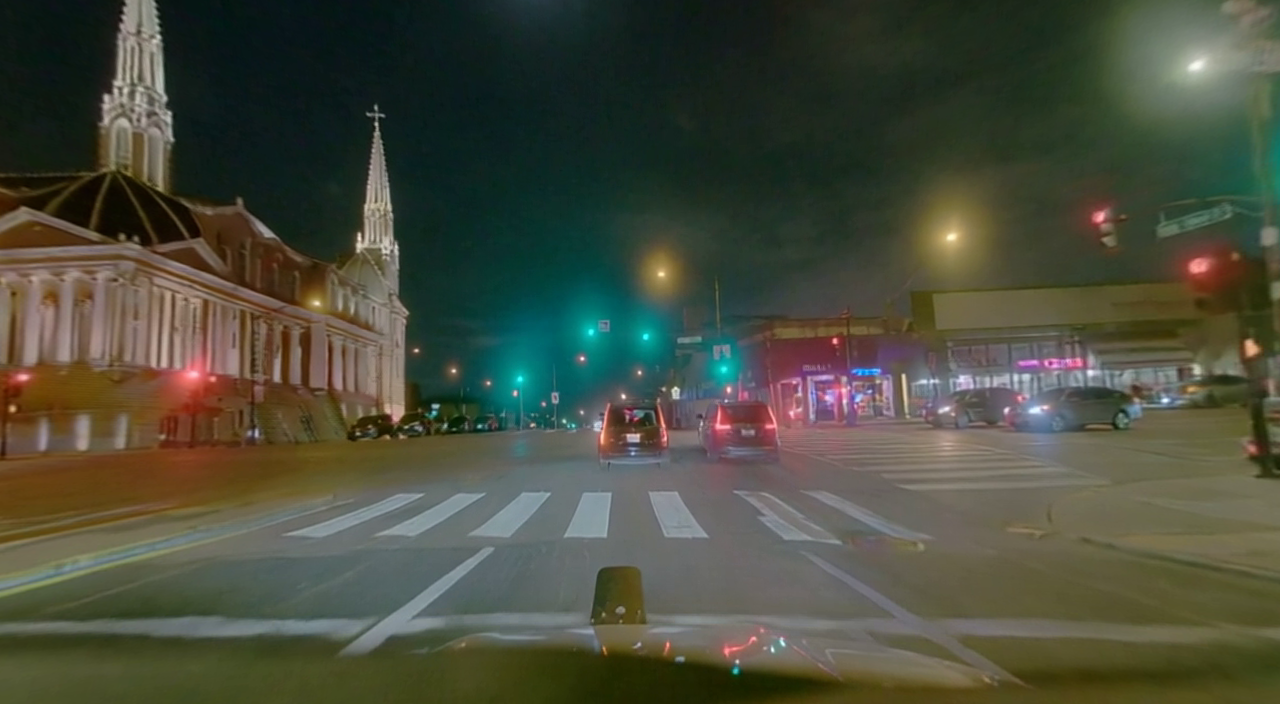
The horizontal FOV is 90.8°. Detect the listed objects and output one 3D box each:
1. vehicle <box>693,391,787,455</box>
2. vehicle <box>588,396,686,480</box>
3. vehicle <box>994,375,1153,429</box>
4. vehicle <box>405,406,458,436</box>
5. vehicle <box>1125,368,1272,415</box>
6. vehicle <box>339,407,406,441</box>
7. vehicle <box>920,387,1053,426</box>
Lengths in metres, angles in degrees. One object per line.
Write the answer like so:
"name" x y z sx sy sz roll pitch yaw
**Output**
"vehicle" 3.100 2.190 20.601 2.080 1.735 4.650 -1 -3 -3
"vehicle" -0.196 2.048 16.007 2.168 1.776 4.135 0 -3 -4
"vehicle" 16.515 1.897 24.229 4.512 1.734 2.143 -3 -4 -4
"vehicle" -13.435 4.522 40.958 2.069 1.790 4.358 1 -8 -3
"vehicle" 24.460 1.781 27.793 4.428 1.928 2.190 0 -6 -3
"vehicle" -16.412 4.544 39.158 1.969 1.896 5.404 1 -8 -2
"vehicle" 14.720 2.327 27.034 4.488 1.475 2.083 -1 -5 -3
